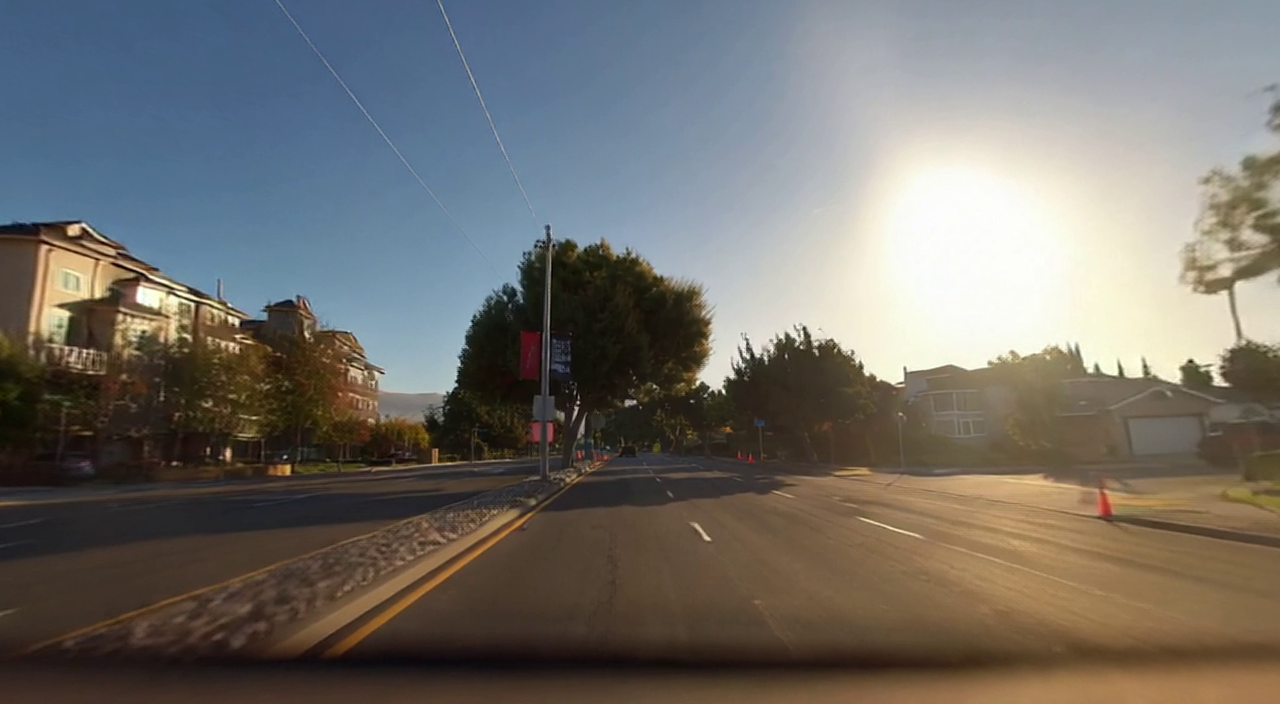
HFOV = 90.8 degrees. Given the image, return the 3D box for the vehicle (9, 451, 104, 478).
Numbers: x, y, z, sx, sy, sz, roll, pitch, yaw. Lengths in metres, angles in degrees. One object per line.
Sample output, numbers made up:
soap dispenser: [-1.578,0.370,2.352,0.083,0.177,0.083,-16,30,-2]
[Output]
vehicle: [-32.831,6.342,35.589,3.732,1.453,1.721,-1,-9,5]
